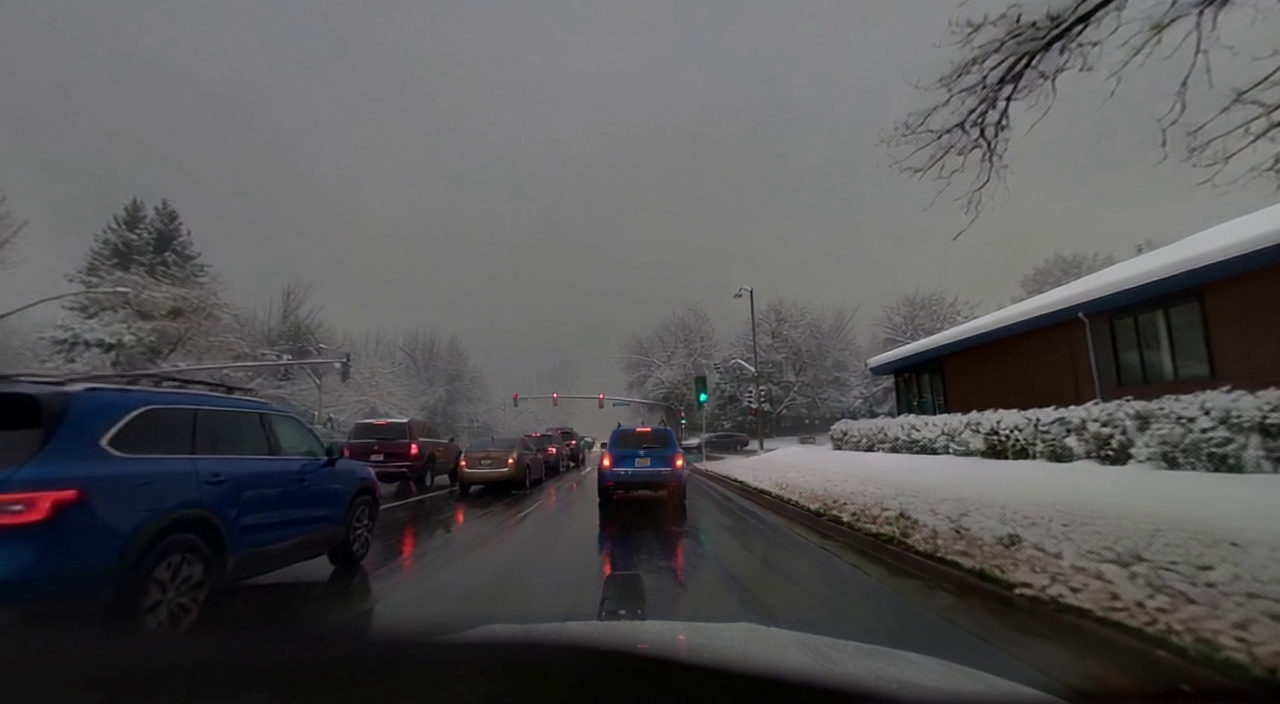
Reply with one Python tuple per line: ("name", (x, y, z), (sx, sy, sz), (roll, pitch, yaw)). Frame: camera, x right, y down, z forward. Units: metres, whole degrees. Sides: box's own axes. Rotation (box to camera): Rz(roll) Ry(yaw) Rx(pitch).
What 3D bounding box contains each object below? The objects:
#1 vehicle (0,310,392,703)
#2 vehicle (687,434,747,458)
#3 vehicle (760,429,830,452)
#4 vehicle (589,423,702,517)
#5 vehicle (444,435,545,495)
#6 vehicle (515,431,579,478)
("vehicle", (-4.067, 1.131, 5.175), (2.088, 1.947, 5.119), (0, -9, -1))
("vehicle", (5.841, 7.108, 47.924), (4.198, 1.751, 1.935), (-3, -9, 16))
("vehicle", (10.489, 6.037, 43.005), (4.265, 1.498, 1.826), (-1, -9, 3))
("vehicle", (0.095, 2.464, 13.663), (2.055, 1.681, 4.270), (0, -9, 0))
("vehicle", (-4.103, 3.254, 18.536), (1.942, 1.523, 4.212), (0, -9, 0))
("vehicle", (-3.911, 4.398, 27.301), (2.043, 1.813, 4.549), (0, -9, 0))
